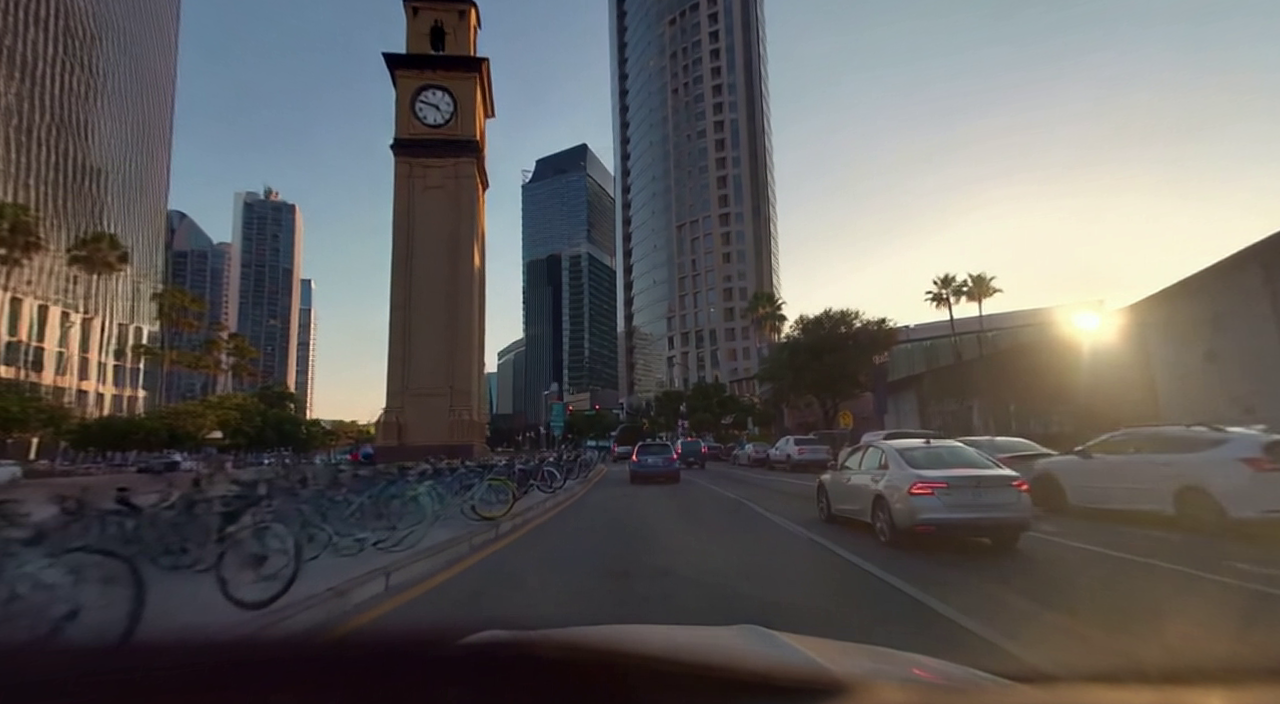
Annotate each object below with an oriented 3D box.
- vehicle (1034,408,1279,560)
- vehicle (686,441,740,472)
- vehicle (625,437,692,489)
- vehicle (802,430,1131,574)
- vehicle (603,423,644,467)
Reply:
[{"bbox_3d":[9.139,1.993,10.102,2.225,1.887,5.177,0,-9,-1],"label":"vehicle"},{"bbox_3d":[3.854,5.634,34.250,1.981,1.572,4.718,1,-9,-5],"label":"vehicle"},{"bbox_3d":[0.560,3.805,21.917,2.111,1.605,3.832,0,-9,-1],"label":"vehicle"},{"bbox_3d":[4.094,1.957,9.126,2.116,1.500,4.702,0,-9,-2],"label":"vehicle"},{"bbox_3d":[-1.245,6.582,44.808,2.400,2.872,6.053,1,-9,-6],"label":"vehicle"}]
